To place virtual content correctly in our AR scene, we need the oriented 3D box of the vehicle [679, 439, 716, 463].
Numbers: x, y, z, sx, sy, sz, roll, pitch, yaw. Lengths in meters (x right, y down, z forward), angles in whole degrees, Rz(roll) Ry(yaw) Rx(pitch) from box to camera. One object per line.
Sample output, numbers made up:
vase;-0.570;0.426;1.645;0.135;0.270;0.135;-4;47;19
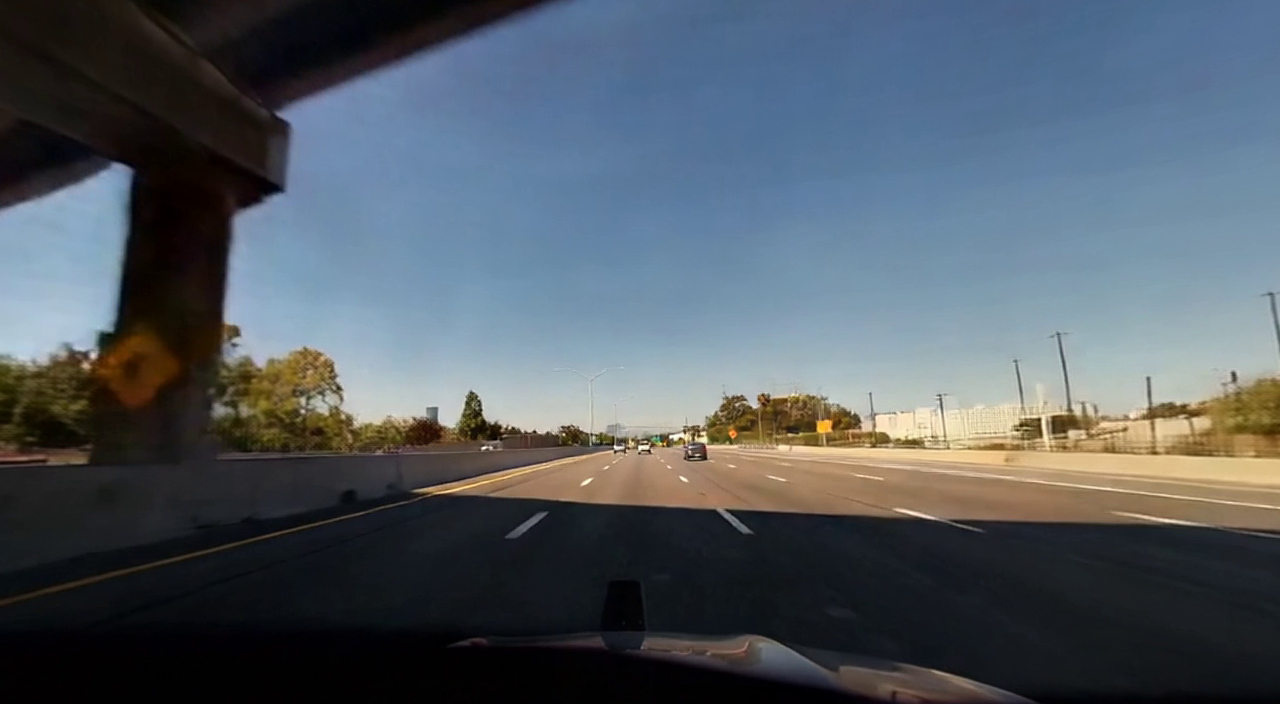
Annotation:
vehicle;3.679;6.443;41.189;1.949;1.515;4.374;0;-8;-1
